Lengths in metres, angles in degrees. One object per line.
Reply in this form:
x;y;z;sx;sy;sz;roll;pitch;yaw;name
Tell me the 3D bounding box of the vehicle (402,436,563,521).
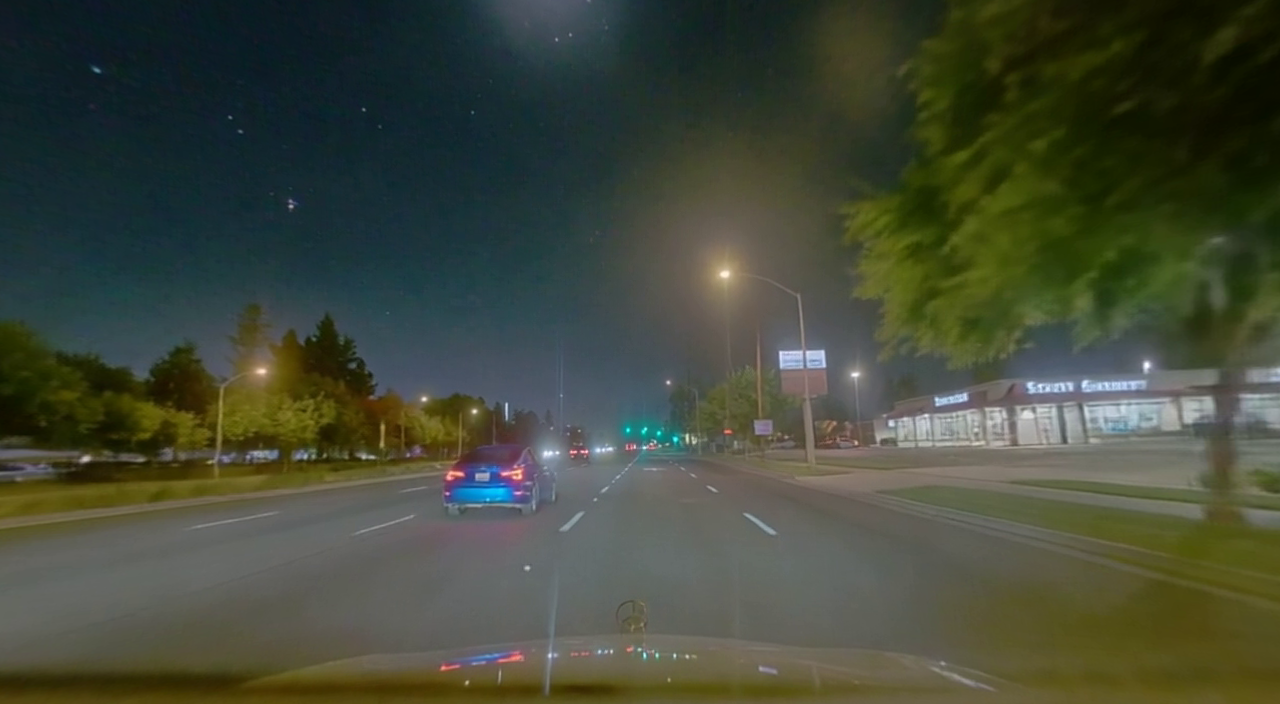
-3.043;2.551;13.295;2.152;1.479;4.394;0;-9;2;vehicle
